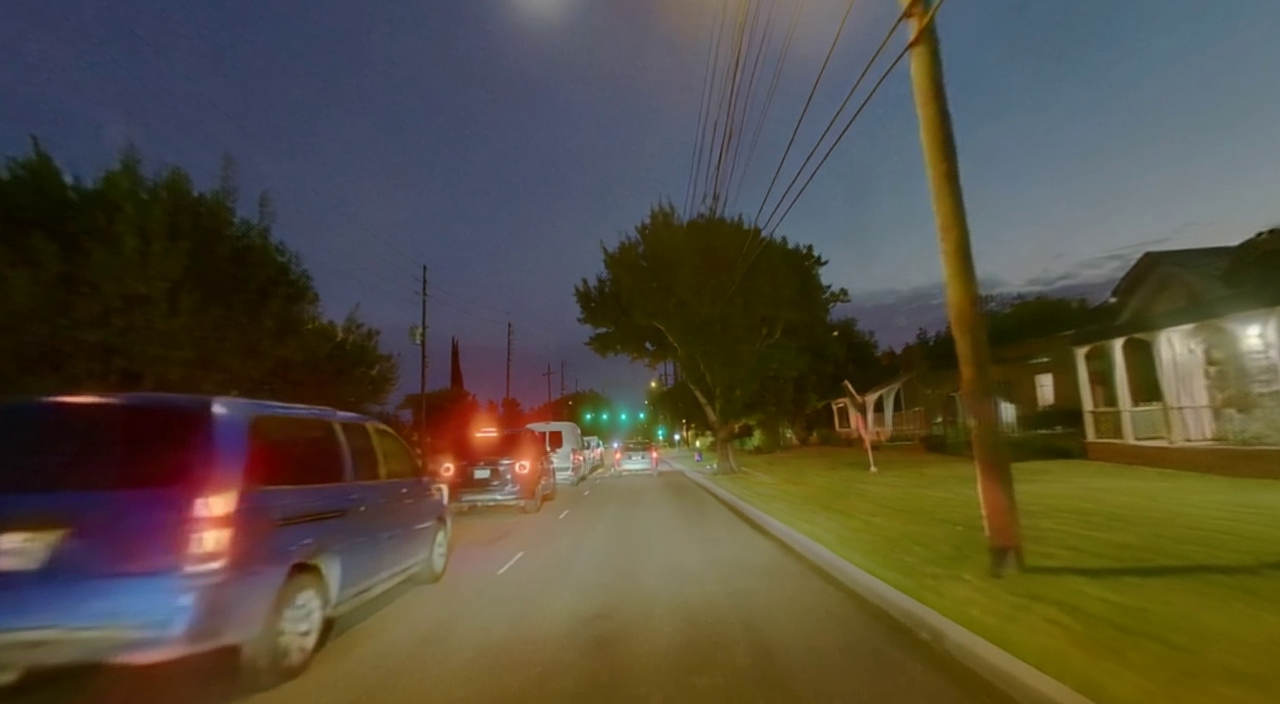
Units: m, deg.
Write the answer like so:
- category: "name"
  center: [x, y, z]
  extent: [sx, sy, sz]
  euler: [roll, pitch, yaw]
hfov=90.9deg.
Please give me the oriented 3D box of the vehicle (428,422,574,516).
- category: "vehicle"
  center: [-2.808, 2.496, 13.886]
  extent: [2.105, 1.709, 4.251]
  euler: [-1, -9, 2]

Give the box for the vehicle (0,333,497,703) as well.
- category: "vehicle"
  center: [-2.653, 1.126, 4.538]
  extent: [2.157, 1.765, 4.303]
  euler: [-1, -9, 1]

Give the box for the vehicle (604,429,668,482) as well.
- category: "vehicle"
  center: [-0.143, 3.700, 22.728]
  extent: [2.120, 1.718, 3.909]
  euler: [0, -9, 0]
